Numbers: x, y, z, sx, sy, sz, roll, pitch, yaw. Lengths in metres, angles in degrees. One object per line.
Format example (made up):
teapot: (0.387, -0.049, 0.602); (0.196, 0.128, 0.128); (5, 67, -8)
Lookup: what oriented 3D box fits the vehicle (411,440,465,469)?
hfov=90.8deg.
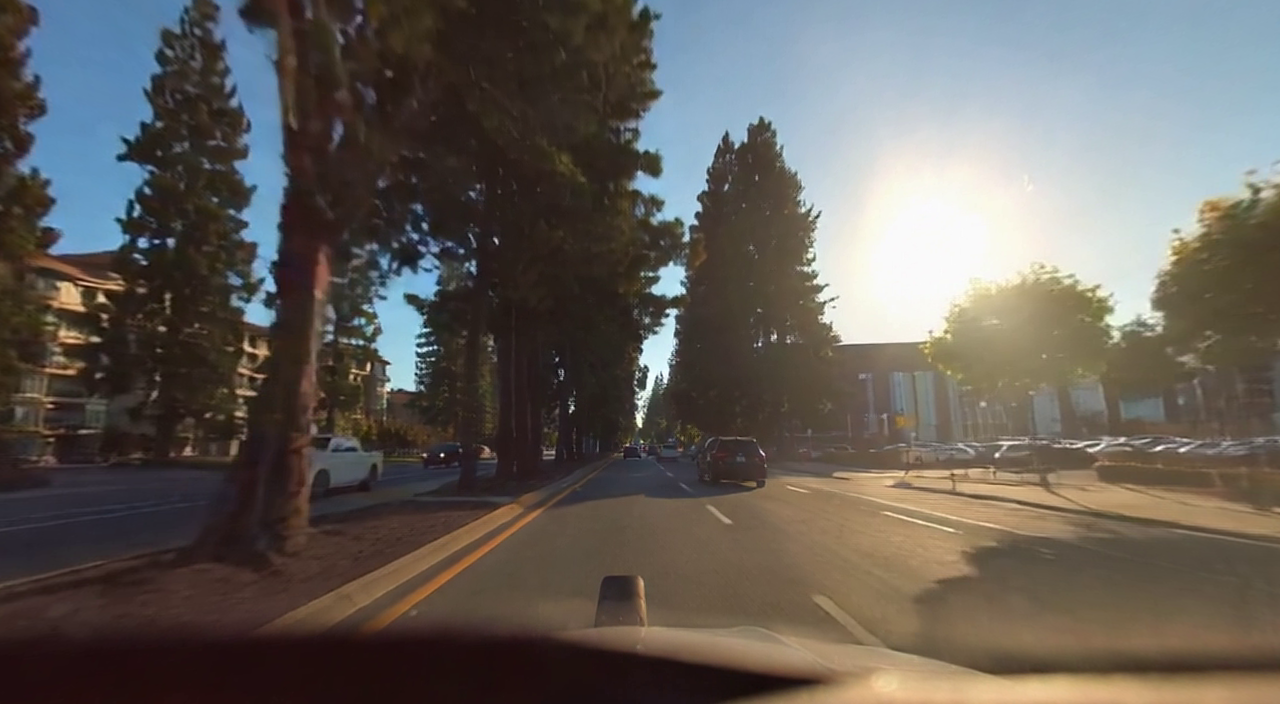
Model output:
vehicle: (-12.787, 6.522, 40.311); (1.937, 1.737, 4.398); (0, -9, 1)

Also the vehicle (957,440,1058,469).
vehicle: (20.584, 5.756, 35.484); (4.475, 1.592, 1.841); (0, -9, -1)

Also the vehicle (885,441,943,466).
vehicle: (19.180, 7.114, 44.419); (1.936, 1.659, 4.365); (1, -9, -3)

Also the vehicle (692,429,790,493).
vehicle: (3.079, 3.480, 20.475); (2.235, 1.806, 4.818); (1, -9, -2)

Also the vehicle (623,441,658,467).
vehicle: (-0.007, 6.527, 40.557); (2.145, 1.572, 4.021); (0, -9, -1)

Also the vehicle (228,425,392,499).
vehicle: (-9.373, 3.187, 18.574); (2.165, 1.863, 4.880); (0, -9, 0)
